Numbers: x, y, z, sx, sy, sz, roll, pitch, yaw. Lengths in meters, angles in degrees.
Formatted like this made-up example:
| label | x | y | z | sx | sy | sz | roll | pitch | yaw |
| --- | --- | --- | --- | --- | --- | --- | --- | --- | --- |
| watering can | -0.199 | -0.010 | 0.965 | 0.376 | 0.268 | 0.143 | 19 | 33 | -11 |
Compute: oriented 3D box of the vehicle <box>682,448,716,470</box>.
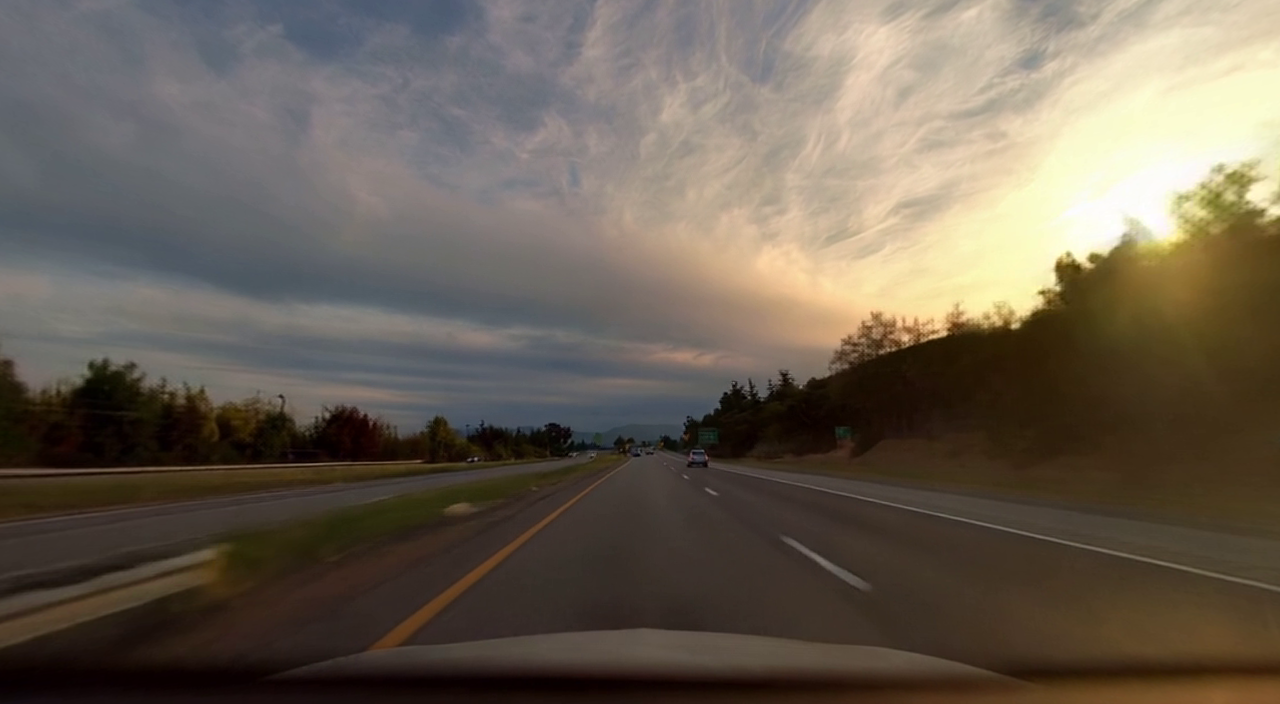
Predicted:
| label | x | y | z | sx | sy | sz | roll | pitch | yaw |
| --- | --- | --- | --- | --- | --- | --- | --- | --- | --- |
| vehicle | 4.231 | 7.755 | 45.801 | 1.984 | 1.481 | 4.376 | 0 | -9 | 0 |
